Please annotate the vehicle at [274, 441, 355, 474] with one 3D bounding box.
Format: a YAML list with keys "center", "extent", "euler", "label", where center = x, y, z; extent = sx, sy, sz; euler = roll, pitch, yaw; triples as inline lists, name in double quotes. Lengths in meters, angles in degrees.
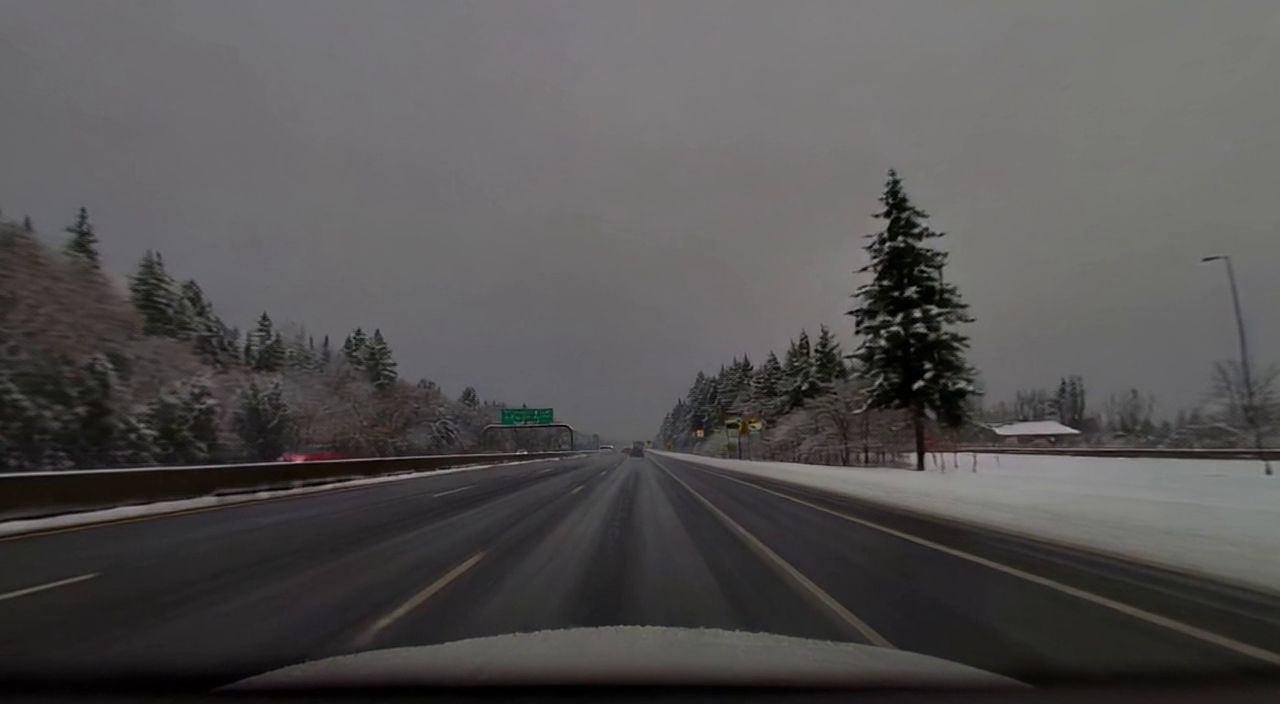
- center: [-19.986, 6.516, 39.071]
  extent: [2.289, 1.857, 4.835]
  euler: [-1, -9, 2]
  label: "vehicle"
